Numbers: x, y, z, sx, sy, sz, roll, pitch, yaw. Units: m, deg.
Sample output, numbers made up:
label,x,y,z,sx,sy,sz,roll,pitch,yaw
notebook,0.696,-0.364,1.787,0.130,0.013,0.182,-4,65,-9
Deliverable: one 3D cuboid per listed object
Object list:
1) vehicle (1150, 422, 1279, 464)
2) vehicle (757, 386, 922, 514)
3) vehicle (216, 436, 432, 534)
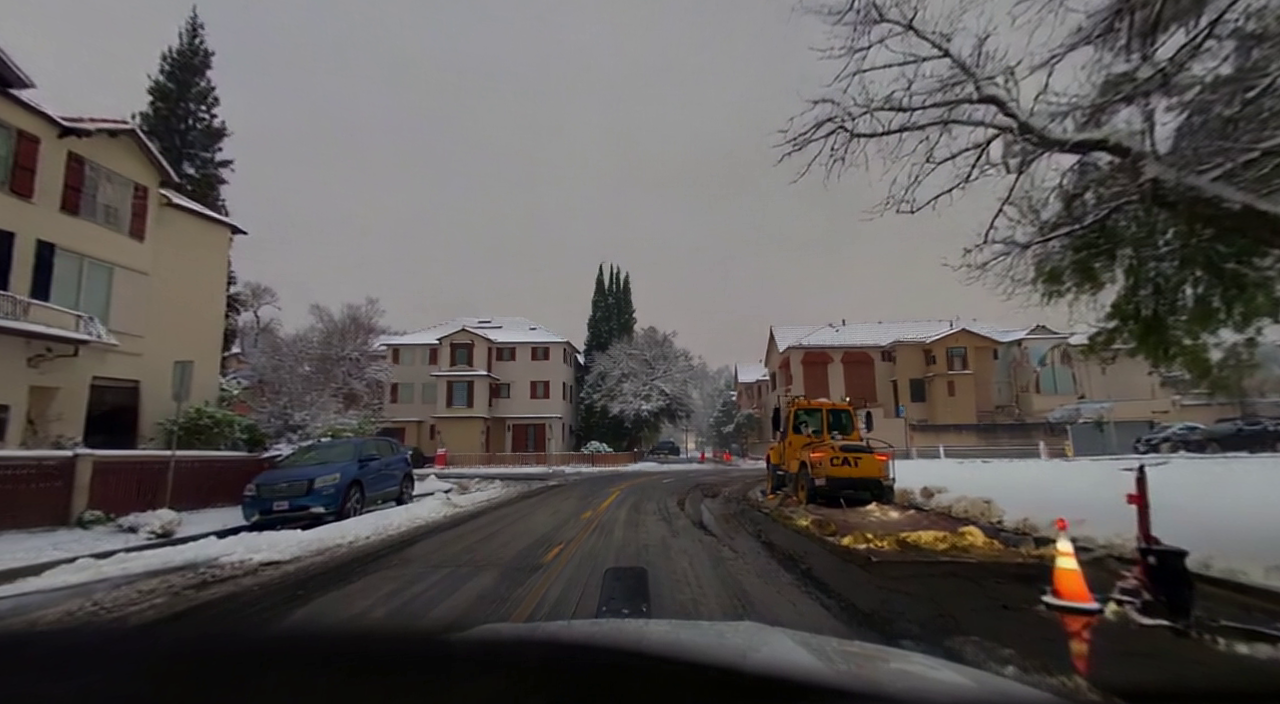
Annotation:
label,x,y,z,sx,sy,sz,roll,pitch,yaw
vehicle,24.459,3.785,26.289,4.540,1.558,1.980,-2,-8,1
vehicle,4.442,2.276,14.812,2.501,2.613,3.505,1,-9,-3
vehicle,-6.604,2.766,14.002,2.220,1.765,4.799,0,-8,1
